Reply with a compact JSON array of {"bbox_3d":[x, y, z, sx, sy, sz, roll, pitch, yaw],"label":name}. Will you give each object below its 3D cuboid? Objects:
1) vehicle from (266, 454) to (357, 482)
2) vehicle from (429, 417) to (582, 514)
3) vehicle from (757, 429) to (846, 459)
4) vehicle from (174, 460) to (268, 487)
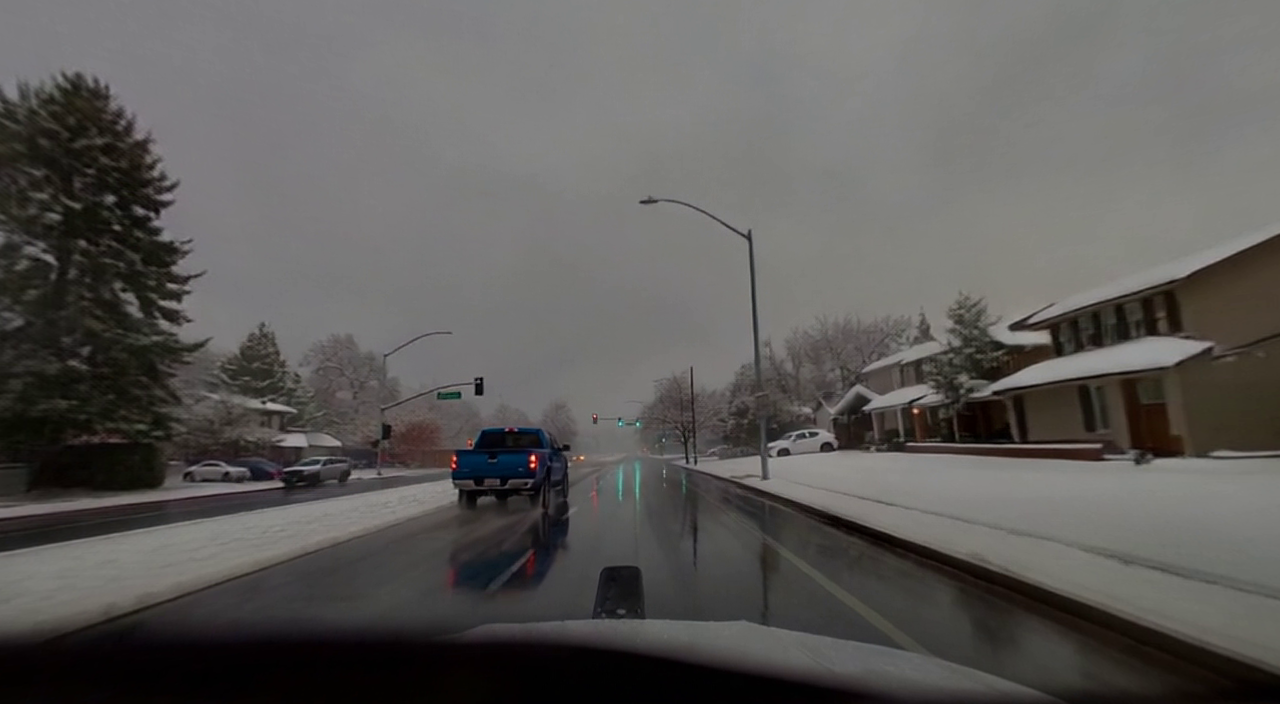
[{"bbox_3d":[-21.143,7.473,40.771,4.669,1.745,2.156,-1,-9,2],"label":"vehicle"},{"bbox_3d":[-3.077,2.818,16.175,2.508,2.001,5.880,0,-9,1],"label":"vehicle"},{"bbox_3d":[10.165,5.805,39.950,4.882,1.839,2.243,1,-9,-6],"label":"vehicle"},{"bbox_3d":[-26.779,7.776,40.506,4.497,1.634,1.991,0,-9,-3],"label":"vehicle"}]
